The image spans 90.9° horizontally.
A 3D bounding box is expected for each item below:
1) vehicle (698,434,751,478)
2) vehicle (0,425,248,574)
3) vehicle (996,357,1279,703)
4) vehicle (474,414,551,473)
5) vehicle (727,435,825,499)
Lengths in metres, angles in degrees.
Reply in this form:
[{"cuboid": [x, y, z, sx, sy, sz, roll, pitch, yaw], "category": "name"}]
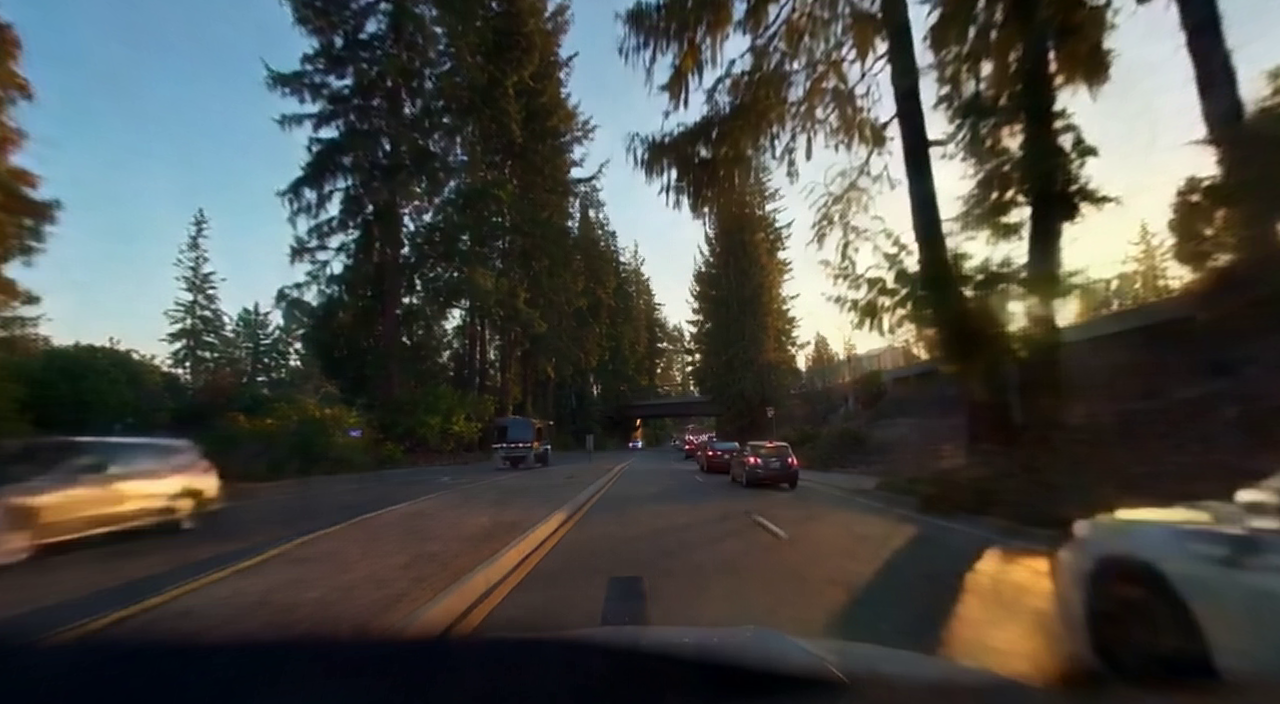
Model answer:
[{"cuboid": [3.943, 4.928, 30.144, 1.985, 1.895, 4.496, 0, -8, 1], "category": "vehicle"}, {"cuboid": [-7.327, 1.758, 8.122, 1.846, 1.498, 3.886, -1, -8, 4], "category": "vehicle"}, {"cuboid": [3.395, 0.833, 2.172, 1.868, 1.694, 4.184, 0, -8, 0], "category": "vehicle"}, {"cuboid": [-6.005, 4.437, 30.526, 2.273, 2.556, 5.337, -1, -8, 4], "category": "vehicle"}, {"cuboid": [3.950, 3.406, 19.073, 1.972, 1.682, 4.397, 0, -8, 0], "category": "vehicle"}]
